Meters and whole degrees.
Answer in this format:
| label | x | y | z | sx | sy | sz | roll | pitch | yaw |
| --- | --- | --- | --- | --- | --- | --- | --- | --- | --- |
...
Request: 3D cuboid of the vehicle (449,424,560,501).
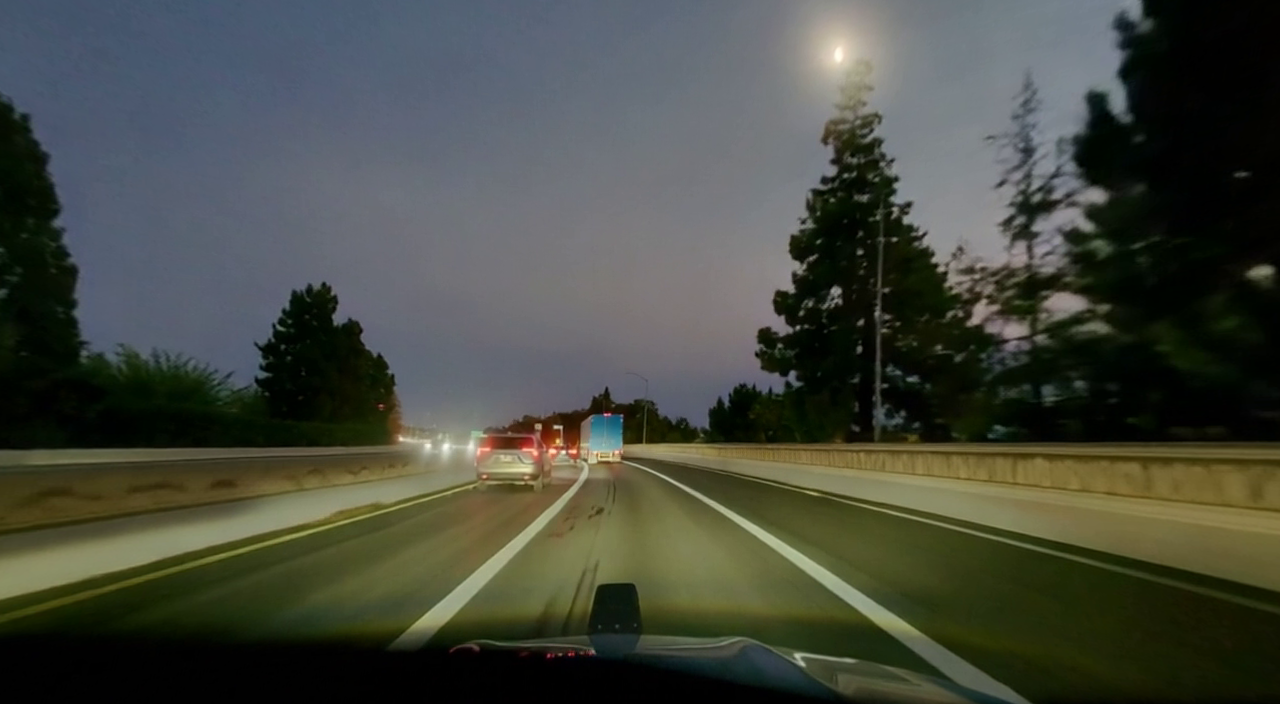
| label | x | y | z | sx | sy | sz | roll | pitch | yaw |
| --- | --- | --- | --- | --- | --- | --- | --- | --- | --- |
| vehicle | -3.409 | 2.877 | 16.746 | 2.041 | 1.734 | 4.391 | 1 | -9 | -1 |
